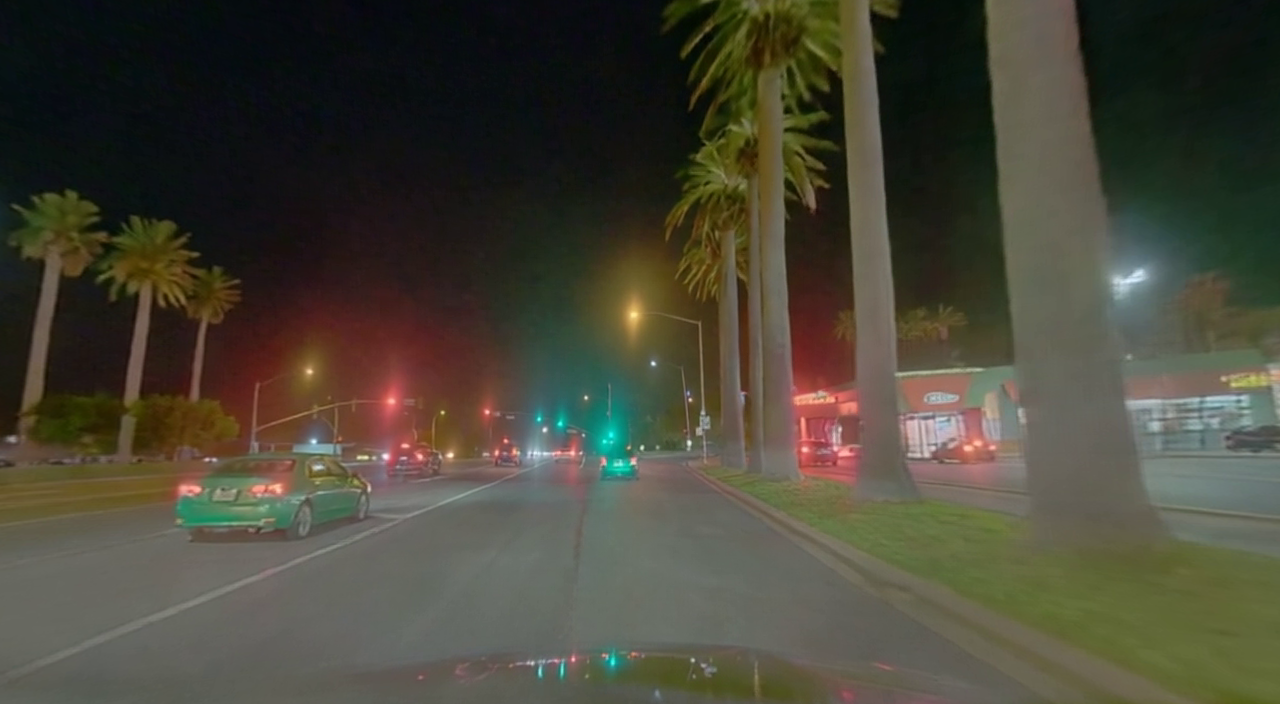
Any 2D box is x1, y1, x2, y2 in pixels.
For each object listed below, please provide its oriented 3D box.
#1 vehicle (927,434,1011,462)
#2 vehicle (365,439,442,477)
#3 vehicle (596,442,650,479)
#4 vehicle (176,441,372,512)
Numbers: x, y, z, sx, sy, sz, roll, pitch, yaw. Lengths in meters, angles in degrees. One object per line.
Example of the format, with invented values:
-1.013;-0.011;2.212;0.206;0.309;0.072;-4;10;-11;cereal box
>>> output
18.803;5.575;36.377;1.882;1.463;4.550;2;-10;-8;vehicle
-11.337;5.113;30.715;2.108;1.669;5.076;1;-9;-5;vehicle
-0.655;4.786;28.153;2.070;1.493;4.570;0;-9;3;vehicle
-8.499;2.906;15.293;1.958;1.455;4.504;0;-9;1;vehicle
